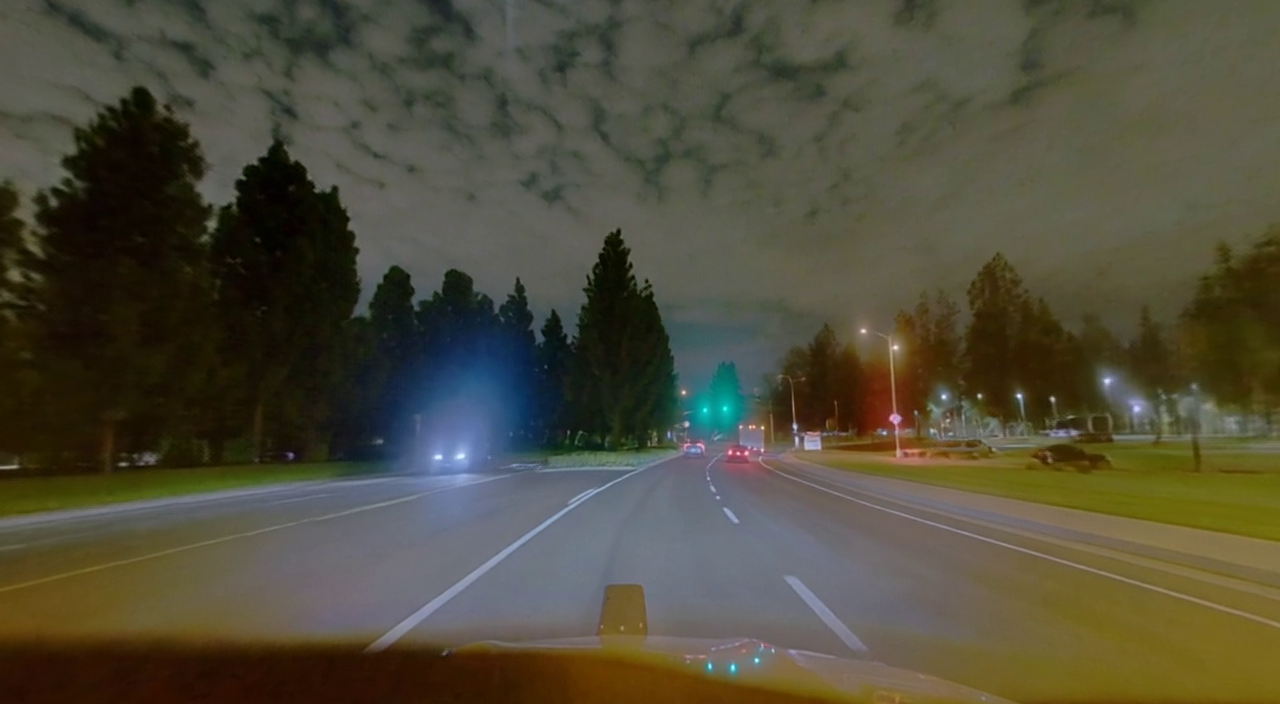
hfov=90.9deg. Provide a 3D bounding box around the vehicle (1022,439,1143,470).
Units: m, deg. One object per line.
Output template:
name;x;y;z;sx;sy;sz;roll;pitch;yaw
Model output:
vehicle;22.513;5.226;32.224;4.322;1.467;2.457;0;-8;-2

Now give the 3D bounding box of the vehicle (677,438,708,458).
vehicle;4.191;7.576;49.808;2.066;1.482;4.273;-2;-9;9

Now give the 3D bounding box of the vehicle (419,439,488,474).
vehicle;-10.021;5.643;34.304;1.969;1.755;4.518;-1;-9;6

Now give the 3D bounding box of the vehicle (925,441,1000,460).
vehicle;24.129;7.406;47.369;4.627;1.418;1.800;-2;-9;10

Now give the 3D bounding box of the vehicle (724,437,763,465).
vehicle;5.973;5.767;36.941;1.989;1.497;4.436;-1;-8;6
